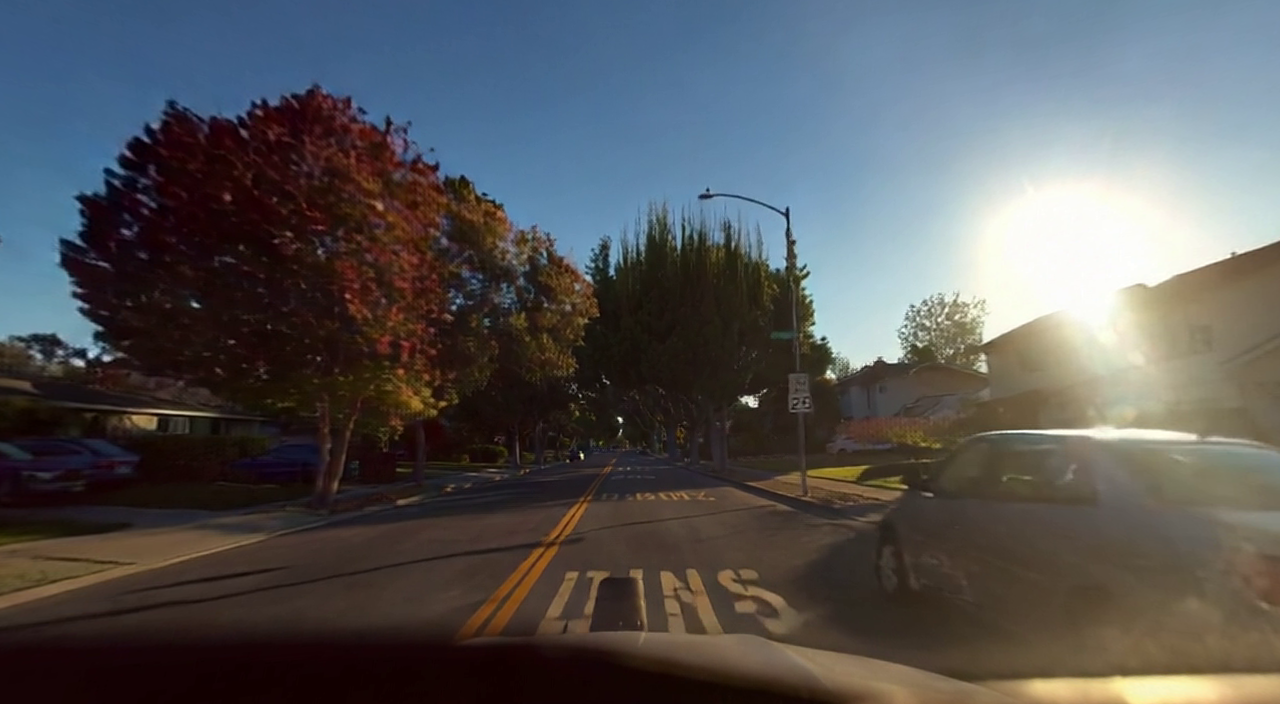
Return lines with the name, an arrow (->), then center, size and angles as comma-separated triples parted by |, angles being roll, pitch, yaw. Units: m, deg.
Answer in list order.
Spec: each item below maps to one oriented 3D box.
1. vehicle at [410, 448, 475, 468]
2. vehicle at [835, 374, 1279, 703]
vehicle -> -15.260, 8.206, 48.985 | 4.388, 1.449, 1.882 | 0, -9, -2
vehicle -> 3.047, 1.193, 4.126 | 1.988, 1.618, 4.567 | 0, -8, -1
